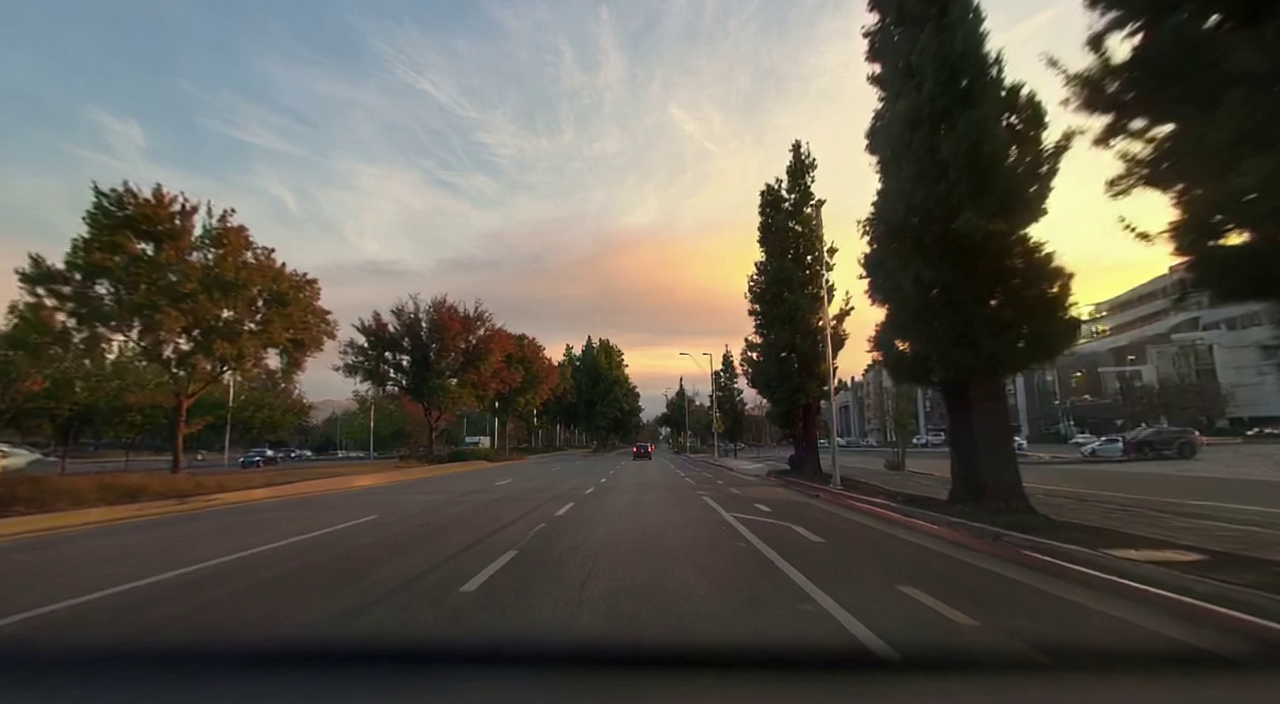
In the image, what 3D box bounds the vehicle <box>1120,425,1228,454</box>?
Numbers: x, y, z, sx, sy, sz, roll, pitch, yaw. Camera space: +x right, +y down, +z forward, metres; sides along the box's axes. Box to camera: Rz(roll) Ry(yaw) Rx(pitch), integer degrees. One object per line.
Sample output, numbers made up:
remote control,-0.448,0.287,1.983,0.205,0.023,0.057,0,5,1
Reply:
vehicle,34.374,5.662,40.697,4.863,1.801,2.160,-1,-8,3
